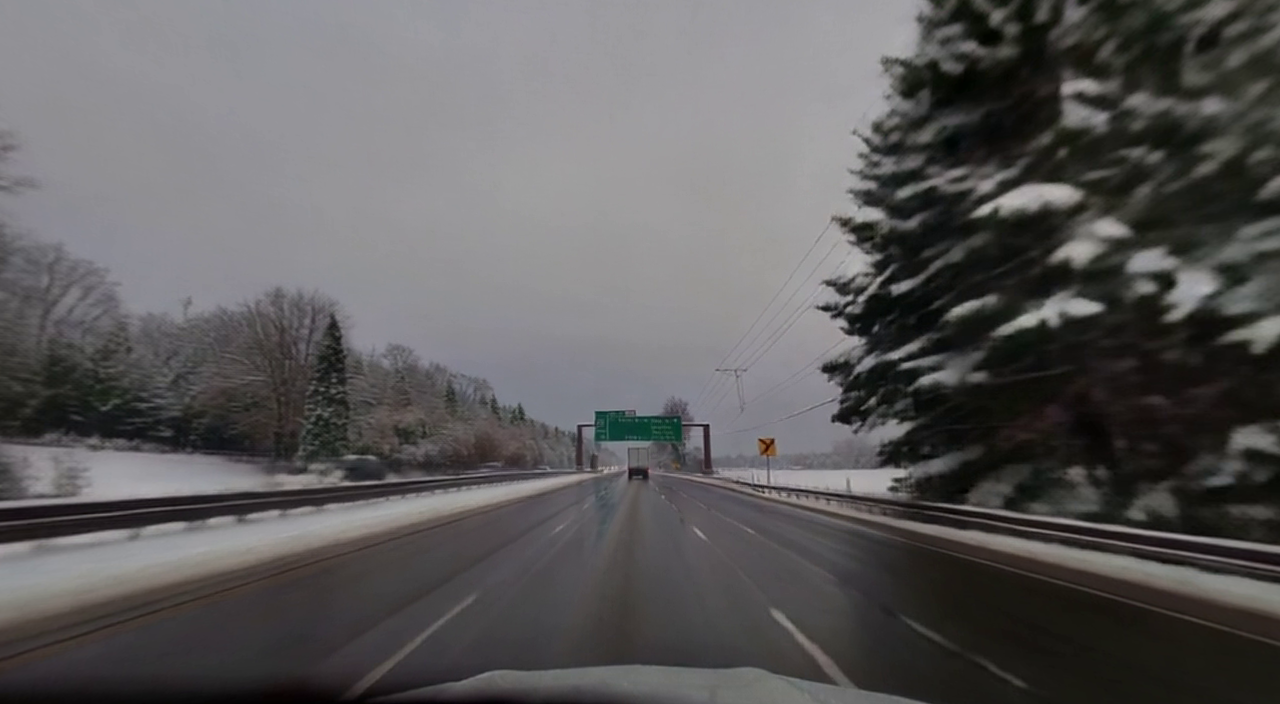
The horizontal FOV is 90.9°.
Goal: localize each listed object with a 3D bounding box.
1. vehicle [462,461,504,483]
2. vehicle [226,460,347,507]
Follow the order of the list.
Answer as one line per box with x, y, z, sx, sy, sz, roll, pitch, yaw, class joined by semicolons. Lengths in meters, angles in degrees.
-12.020;9.219;48.505;1.887;1.528;4.789;1;-10;1;vehicle
-11.980;4.471;21.667;1.877;1.429;3.879;1;-10;0;vehicle
